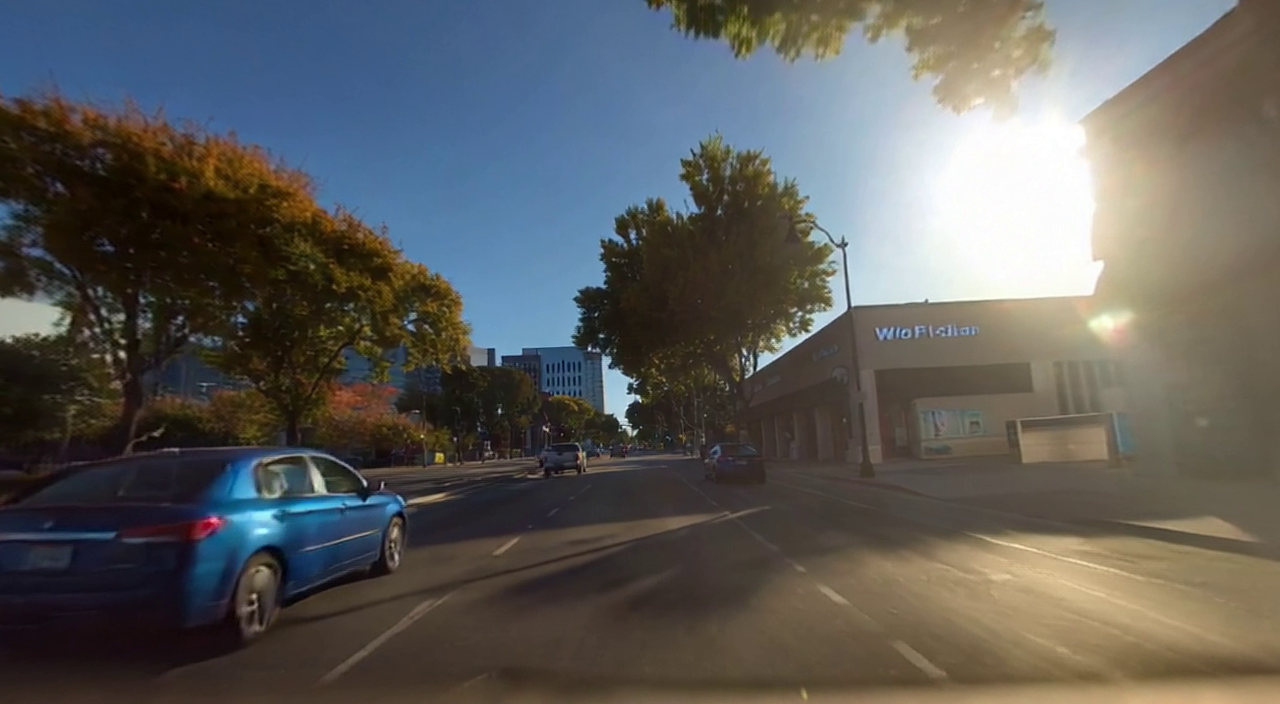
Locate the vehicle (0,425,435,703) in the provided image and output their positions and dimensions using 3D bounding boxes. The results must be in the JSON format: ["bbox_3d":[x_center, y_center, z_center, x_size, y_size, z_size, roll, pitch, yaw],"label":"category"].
[{"bbox_3d":[-3.537,1.444,5.424,2.060,1.466,4.387,0,-9,0],"label":"vehicle"}]

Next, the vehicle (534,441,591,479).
[{"bbox_3d":[-3.692,5.265,30.989,2.145,1.694,4.642,0,-9,1],"label":"vehicle"}]

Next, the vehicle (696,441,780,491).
[{"bbox_3d":[3.209,3.823,21.585,1.961,1.482,4.538,0,-9,-2],"label":"vehicle"}]
